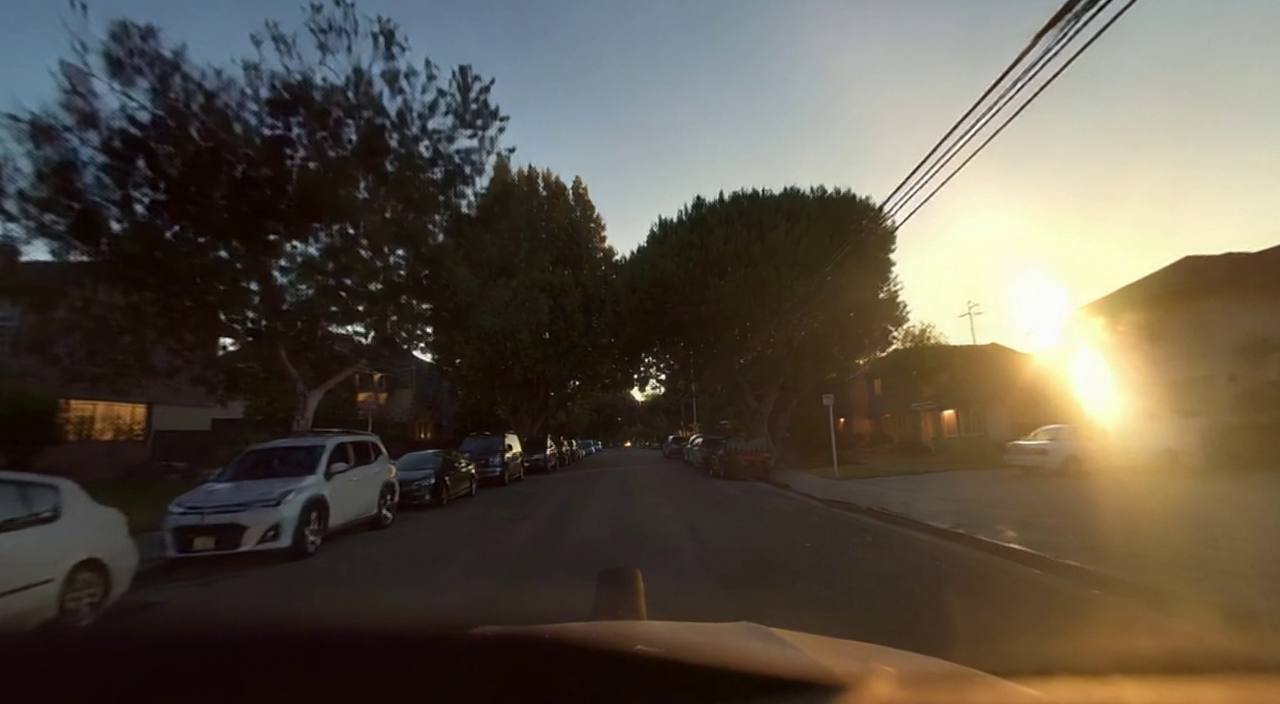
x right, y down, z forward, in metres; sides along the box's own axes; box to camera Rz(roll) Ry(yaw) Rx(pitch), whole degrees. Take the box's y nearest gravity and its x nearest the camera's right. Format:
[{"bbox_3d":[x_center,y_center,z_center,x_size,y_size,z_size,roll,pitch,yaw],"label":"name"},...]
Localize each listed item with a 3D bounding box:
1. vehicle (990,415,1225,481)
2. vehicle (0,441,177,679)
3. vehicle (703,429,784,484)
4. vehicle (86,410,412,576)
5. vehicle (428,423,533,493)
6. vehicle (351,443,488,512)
[{"bbox_3d":[11.397,2.366,15.631,4.336,1.520,1.876,0,-8,-2],"label":"vehicle"},{"bbox_3d":[-4.925,1.212,3.308,1.901,1.486,4.422,1,-8,-5],"label":"vehicle"},{"bbox_3d":[3.513,3.651,22.339,1.994,1.710,4.699,0,-8,-1],"label":"vehicle"},{"bbox_3d":[-5.305,1.945,9.617,2.042,1.850,4.758,0,-8,-2],"label":"vehicle"},{"bbox_3d":[-5.354,3.657,22.157,2.390,2.123,5.371,0,-8,-1],"label":"vehicle"},{"bbox_3d":[-5.255,3.015,15.798,1.858,1.456,4.587,0,-8,-1],"label":"vehicle"}]
